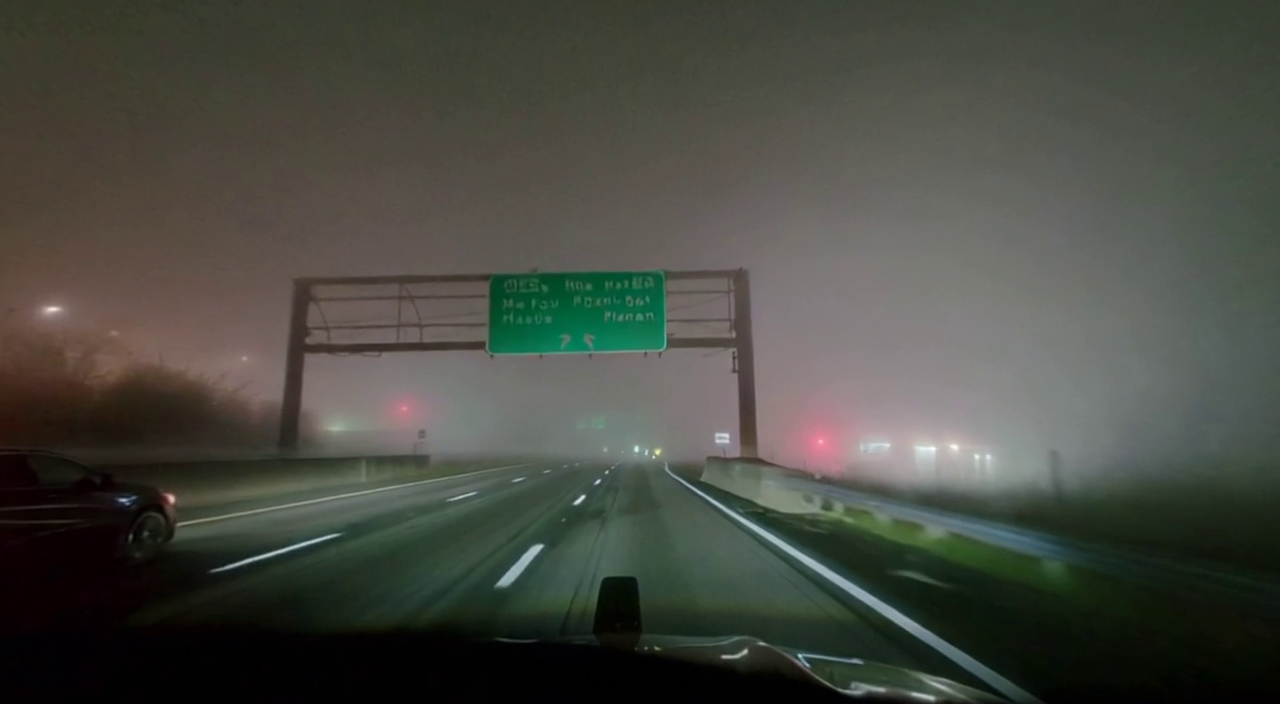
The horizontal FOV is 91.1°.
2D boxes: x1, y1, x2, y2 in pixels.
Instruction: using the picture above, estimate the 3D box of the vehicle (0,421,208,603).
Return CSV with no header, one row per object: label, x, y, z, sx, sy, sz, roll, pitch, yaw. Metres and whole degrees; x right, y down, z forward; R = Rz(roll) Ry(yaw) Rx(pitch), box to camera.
vehicle,-6.629,1.469,5.856,2.034,1.578,4.488,-1,-9,-1
